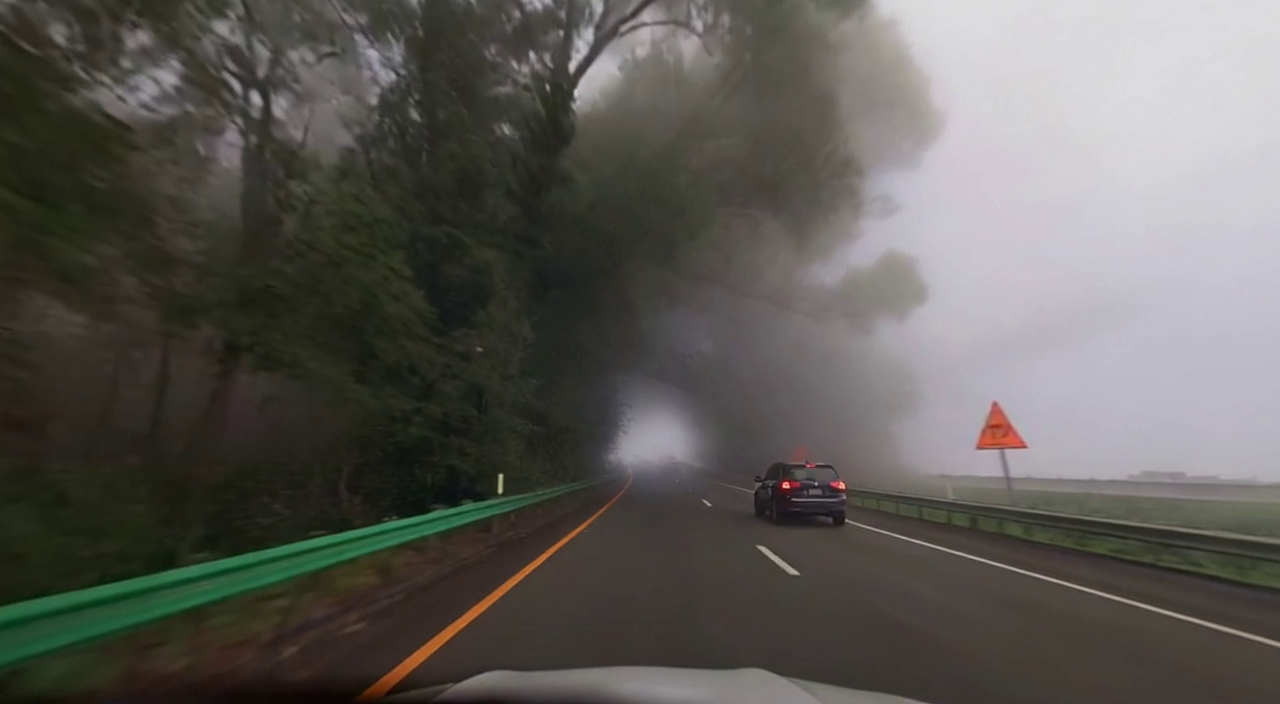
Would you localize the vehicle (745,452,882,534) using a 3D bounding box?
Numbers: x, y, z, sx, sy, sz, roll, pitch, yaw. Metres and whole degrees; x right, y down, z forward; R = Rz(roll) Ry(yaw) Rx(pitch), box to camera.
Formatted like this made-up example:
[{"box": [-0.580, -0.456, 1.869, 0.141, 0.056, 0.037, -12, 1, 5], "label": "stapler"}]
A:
[{"box": [3.818, 3.207, 14.713, 2.023, 1.593, 4.105, 1, -10, 0], "label": "vehicle"}]

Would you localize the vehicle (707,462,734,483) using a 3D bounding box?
[{"box": [6.303, 9.408, 49.184, 2.018, 1.533, 3.724, -1, -10, 8], "label": "vehicle"}]
